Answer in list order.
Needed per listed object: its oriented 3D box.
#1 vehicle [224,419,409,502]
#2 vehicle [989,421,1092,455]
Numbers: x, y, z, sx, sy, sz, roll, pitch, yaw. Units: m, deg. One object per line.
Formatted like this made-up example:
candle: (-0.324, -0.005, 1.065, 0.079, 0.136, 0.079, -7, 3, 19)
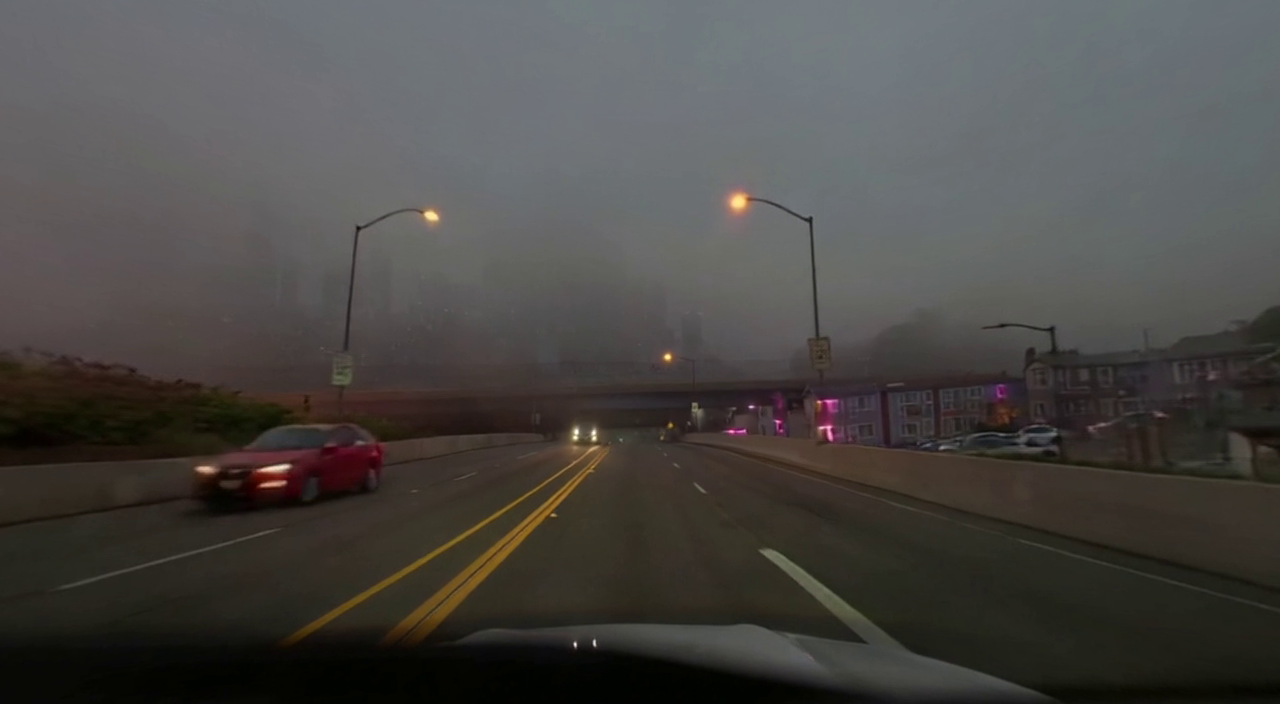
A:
vehicle: (-7.436, 2.555, 15.174, 2.025, 1.664, 4.459, 0, -9, 0)
vehicle: (26.599, 5.739, 42.093, 5.341, 1.770, 2.438, 4, -7, 0)
